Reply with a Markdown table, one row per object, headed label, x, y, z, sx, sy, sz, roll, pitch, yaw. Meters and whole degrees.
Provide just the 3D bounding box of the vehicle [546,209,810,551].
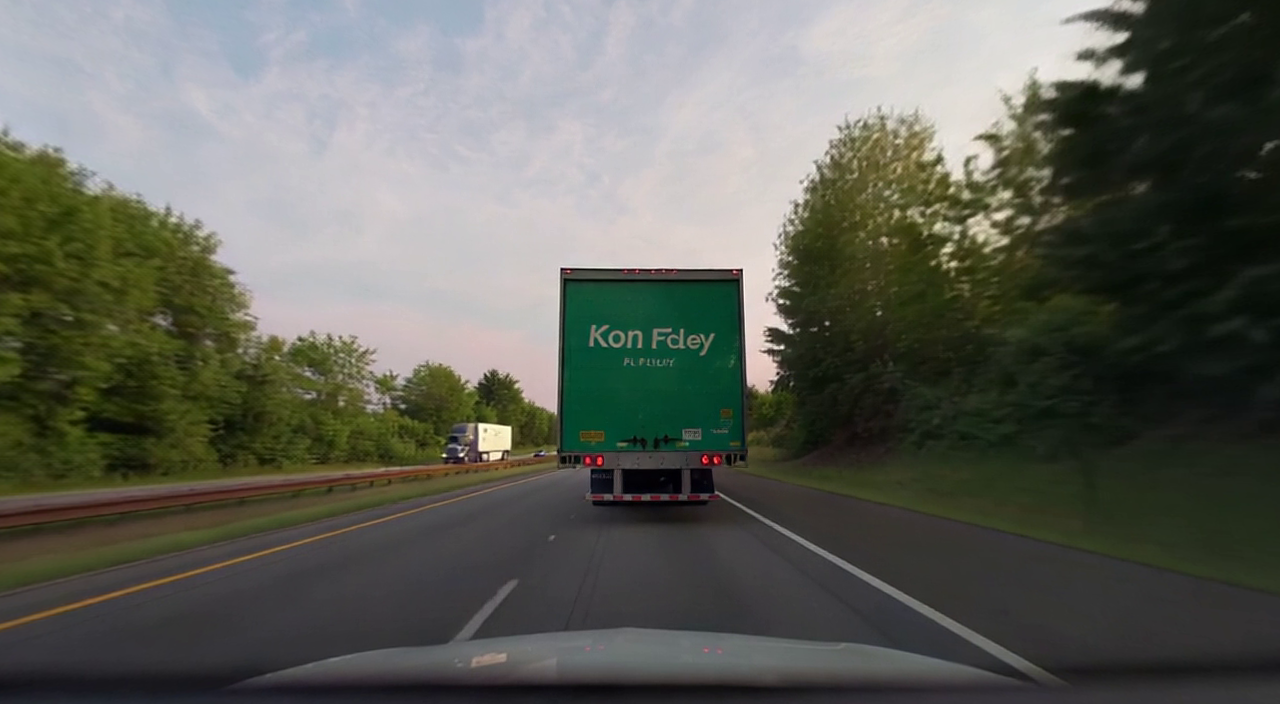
| label | x | y | z | sx | sy | sz | roll | pitch | yaw |
| --- | --- | --- | --- | --- | --- | --- | --- | --- | --- |
| vehicle | 0.472 | 1.386 | 15.149 | 3.230 | 4.377 | 14.405 | 0 | -9 | 0 |
